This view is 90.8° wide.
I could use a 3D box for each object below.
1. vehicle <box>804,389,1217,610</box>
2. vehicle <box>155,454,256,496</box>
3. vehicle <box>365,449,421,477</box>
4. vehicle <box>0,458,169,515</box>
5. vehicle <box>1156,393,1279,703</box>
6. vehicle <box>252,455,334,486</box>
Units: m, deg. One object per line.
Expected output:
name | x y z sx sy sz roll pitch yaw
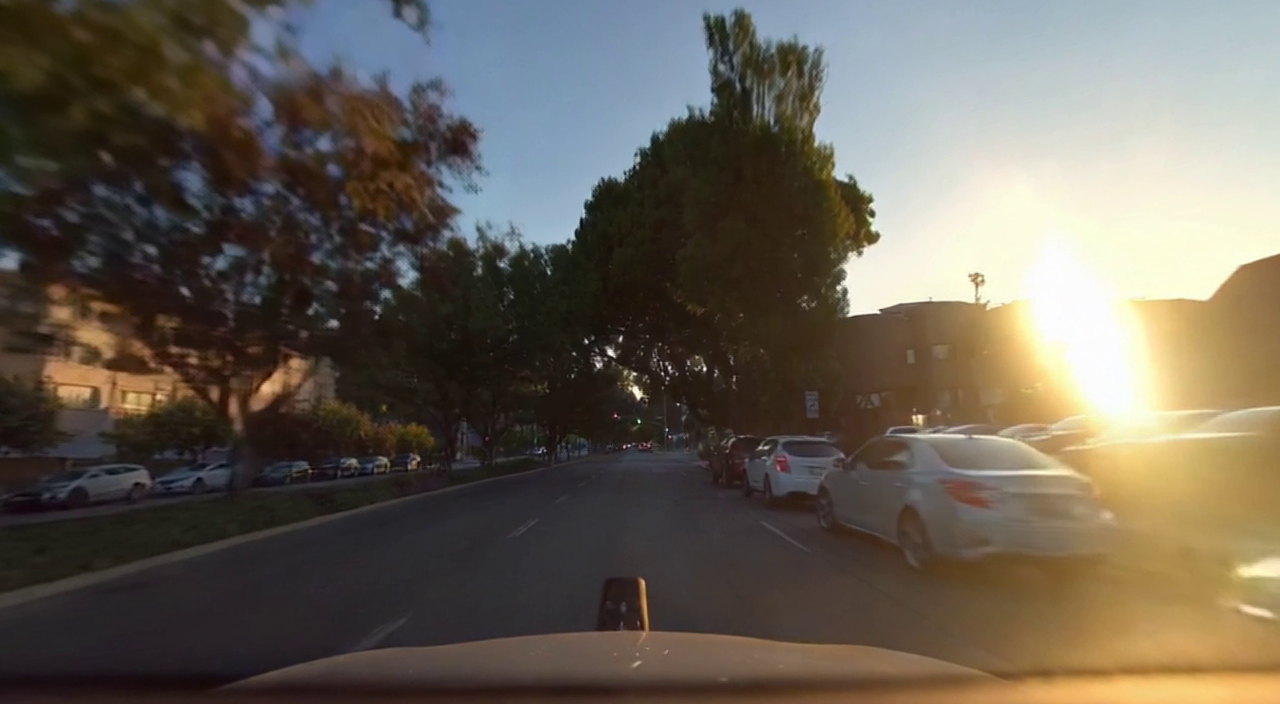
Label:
vehicle | 3.508 1.485 7.314 1.874 1.707 4.637 0 -8 -1
vehicle | -18.195 5.147 26.671 1.760 1.566 3.664 0 -8 -3
vehicle | -14.769 6.647 38.006 1.812 1.544 3.832 0 -8 -1
vehicle | -18.089 4.296 20.657 1.958 1.534 4.428 0 -8 -1
vehicle | 3.386 0.647 0.577 2.035 1.483 4.503 0 -8 0
vehicle | -18.405 6.290 33.783 1.900 1.427 4.398 0 -8 0
